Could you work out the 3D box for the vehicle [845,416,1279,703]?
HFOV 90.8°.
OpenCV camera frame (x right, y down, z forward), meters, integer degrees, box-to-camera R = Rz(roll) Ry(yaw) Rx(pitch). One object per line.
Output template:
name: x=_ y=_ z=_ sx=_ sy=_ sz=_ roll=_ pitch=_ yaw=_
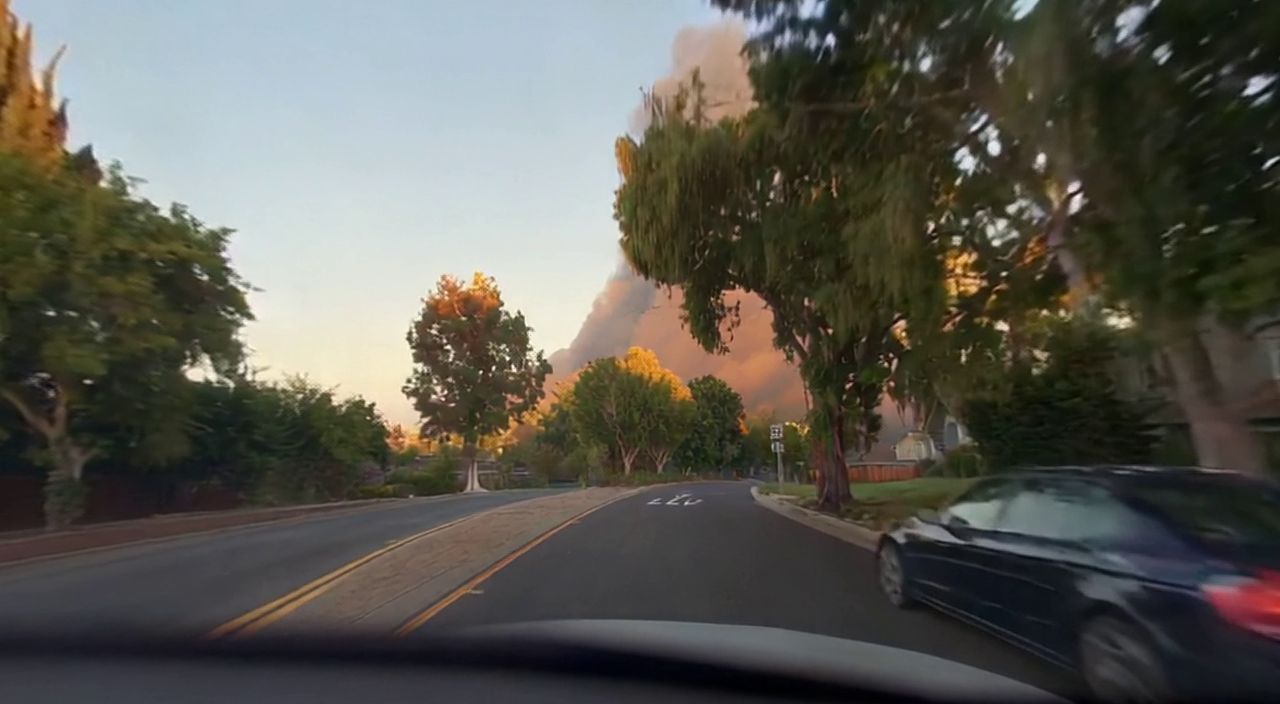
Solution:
vehicle: x=3.108 y=1.249 z=3.847 sx=1.965 sy=1.486 sz=4.582 roll=0 pitch=-10 yaw=-3
